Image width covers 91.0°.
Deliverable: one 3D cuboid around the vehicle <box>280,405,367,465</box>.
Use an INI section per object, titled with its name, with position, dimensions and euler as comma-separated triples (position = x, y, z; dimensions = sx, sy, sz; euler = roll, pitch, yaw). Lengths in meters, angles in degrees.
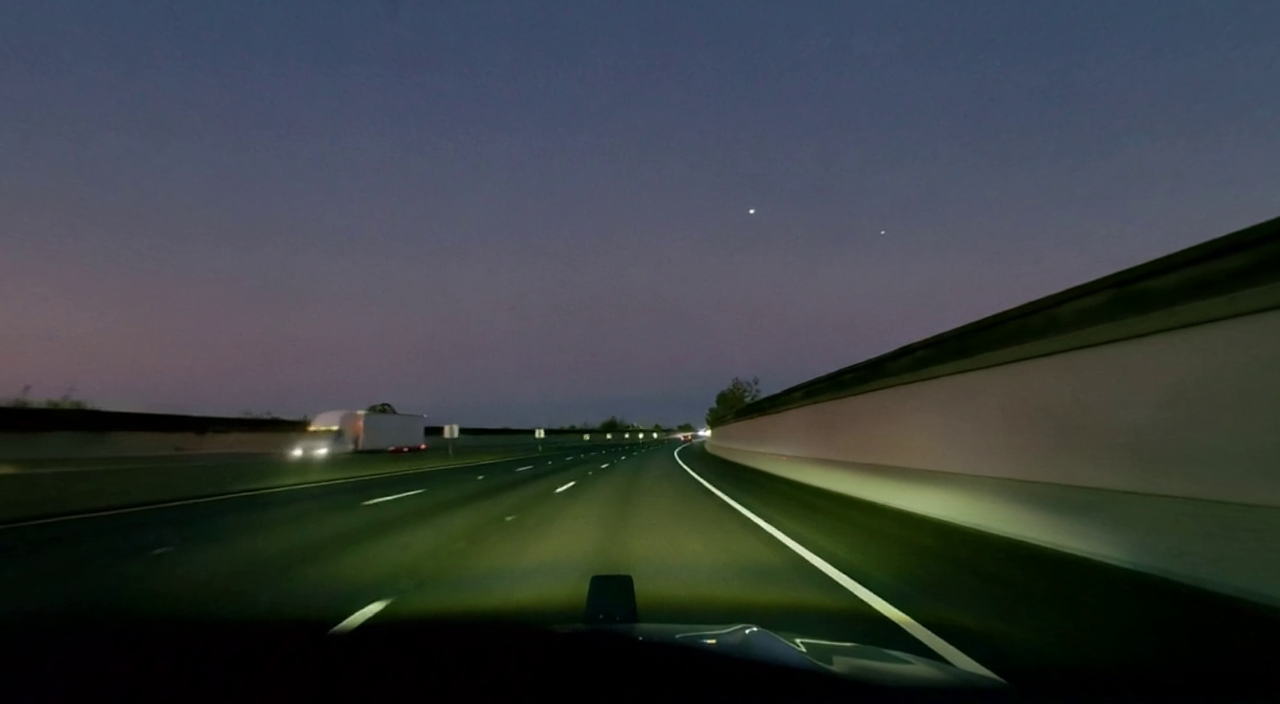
[vehicle]
position = -22.290, 5.933, 44.741
dimensions = 2.958, 3.973, 5.792
euler = 0, -8, 2
